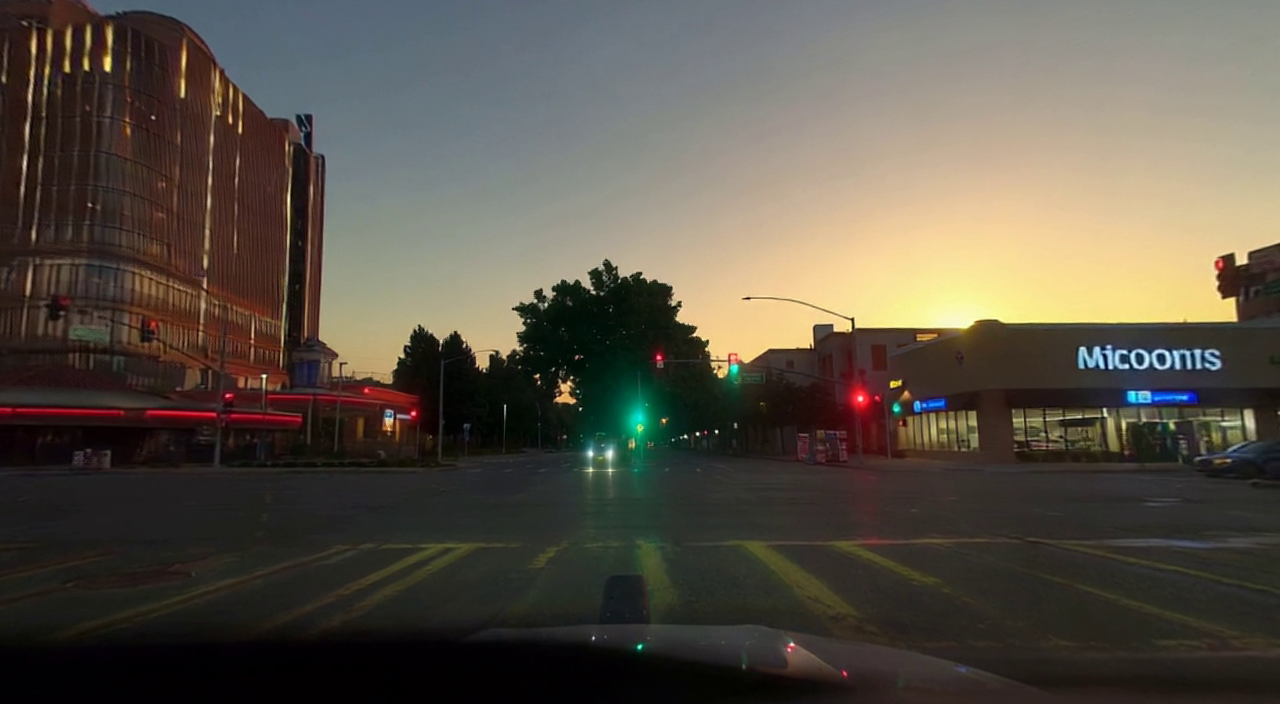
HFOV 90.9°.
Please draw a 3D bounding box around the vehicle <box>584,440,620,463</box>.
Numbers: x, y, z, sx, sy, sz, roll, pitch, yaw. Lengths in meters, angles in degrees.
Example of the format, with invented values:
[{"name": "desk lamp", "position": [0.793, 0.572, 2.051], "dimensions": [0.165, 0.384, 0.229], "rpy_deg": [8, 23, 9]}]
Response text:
[{"name": "vehicle", "position": [-2.518, 6.702, 42.758], "dimensions": [2.104, 1.468, 4.195], "rpy_deg": [0, -8, 1]}]
